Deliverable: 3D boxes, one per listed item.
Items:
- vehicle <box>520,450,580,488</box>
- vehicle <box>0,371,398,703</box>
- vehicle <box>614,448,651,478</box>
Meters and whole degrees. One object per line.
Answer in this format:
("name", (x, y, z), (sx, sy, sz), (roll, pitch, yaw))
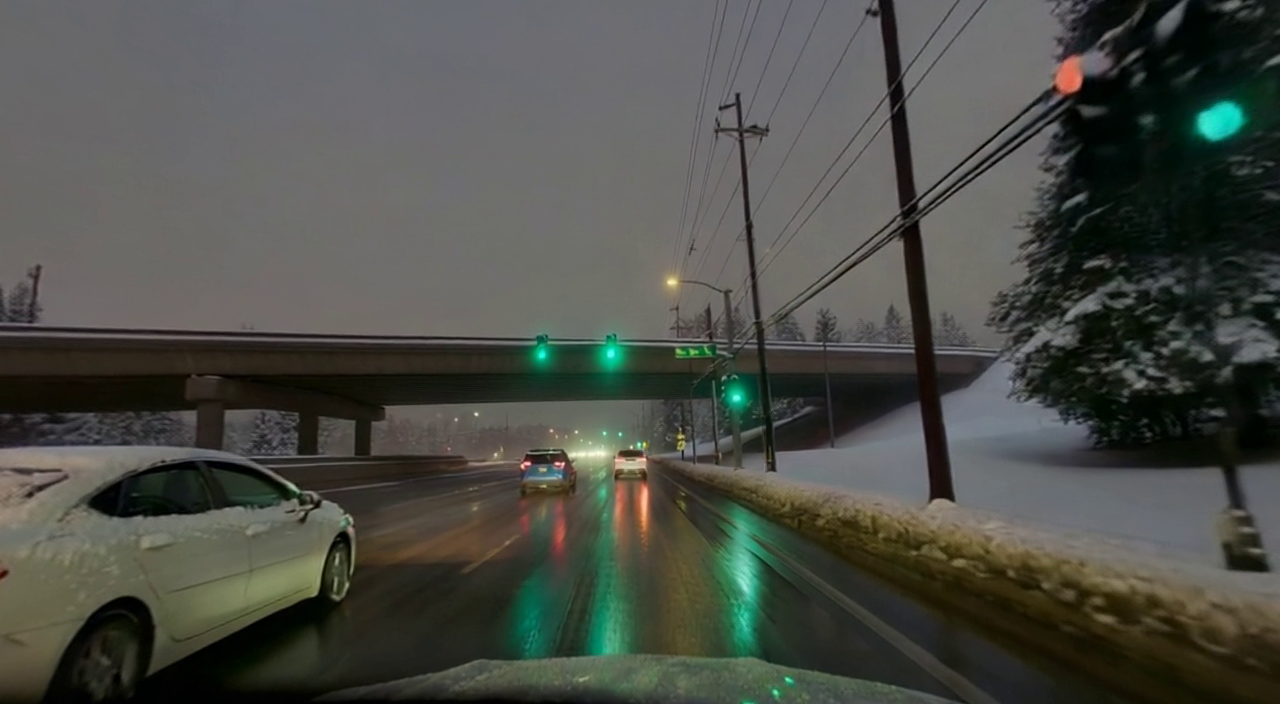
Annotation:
("vehicle", (-3.778, 4.976, 27.167), (1.946, 1.437, 4.154), (0, -8, 0))
("vehicle", (-3.504, 1.200, 4.402), (1.925, 1.666, 4.271), (0, -8, 0))
("vehicle", (-0.443, 6.328, 36.221), (1.985, 1.565, 3.968), (0, -8, -1))
